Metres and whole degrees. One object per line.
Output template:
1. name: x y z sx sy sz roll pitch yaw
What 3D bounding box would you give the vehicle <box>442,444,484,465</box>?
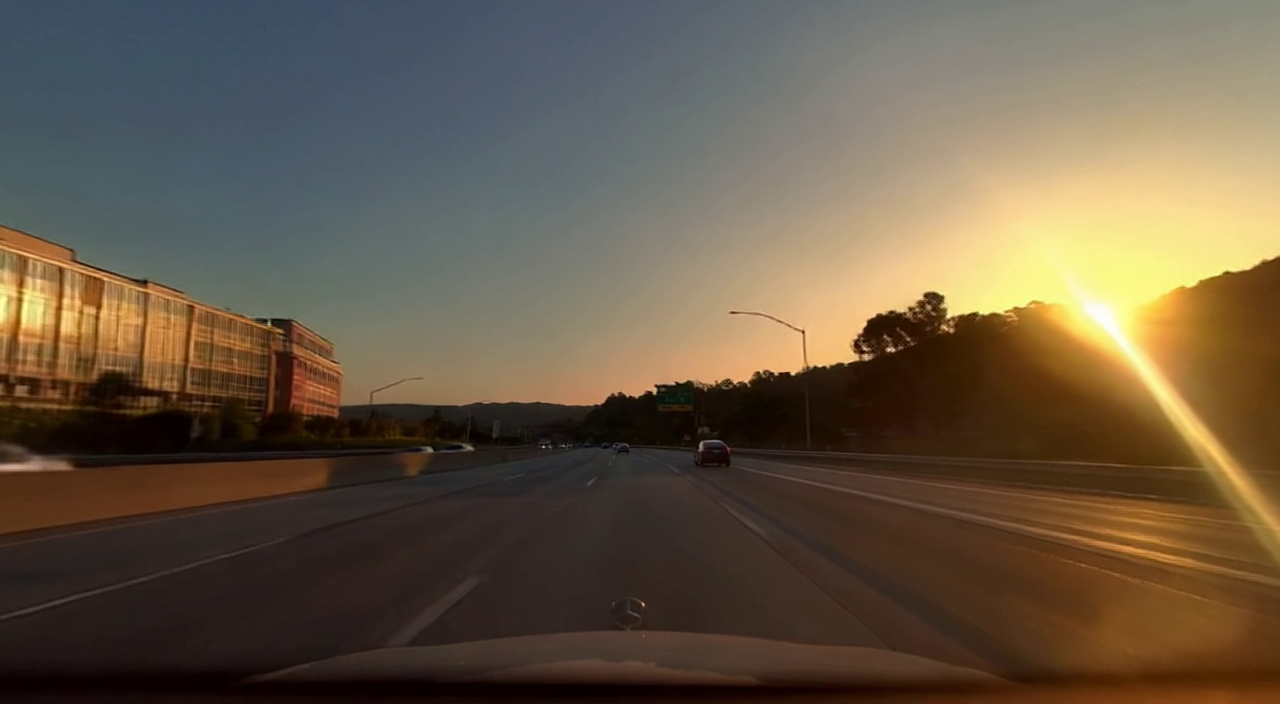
1. vehicle: -13.429 7.813 48.240 1.940 1.482 4.653 0 -9 -1

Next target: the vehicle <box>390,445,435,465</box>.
1. vehicle: -17.401 7.882 48.419 1.871 1.469 4.633 0 -8 -2

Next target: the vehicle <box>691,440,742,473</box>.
1. vehicle: 3.661 5.071 30.862 1.926 1.477 4.025 0 -8 -1
